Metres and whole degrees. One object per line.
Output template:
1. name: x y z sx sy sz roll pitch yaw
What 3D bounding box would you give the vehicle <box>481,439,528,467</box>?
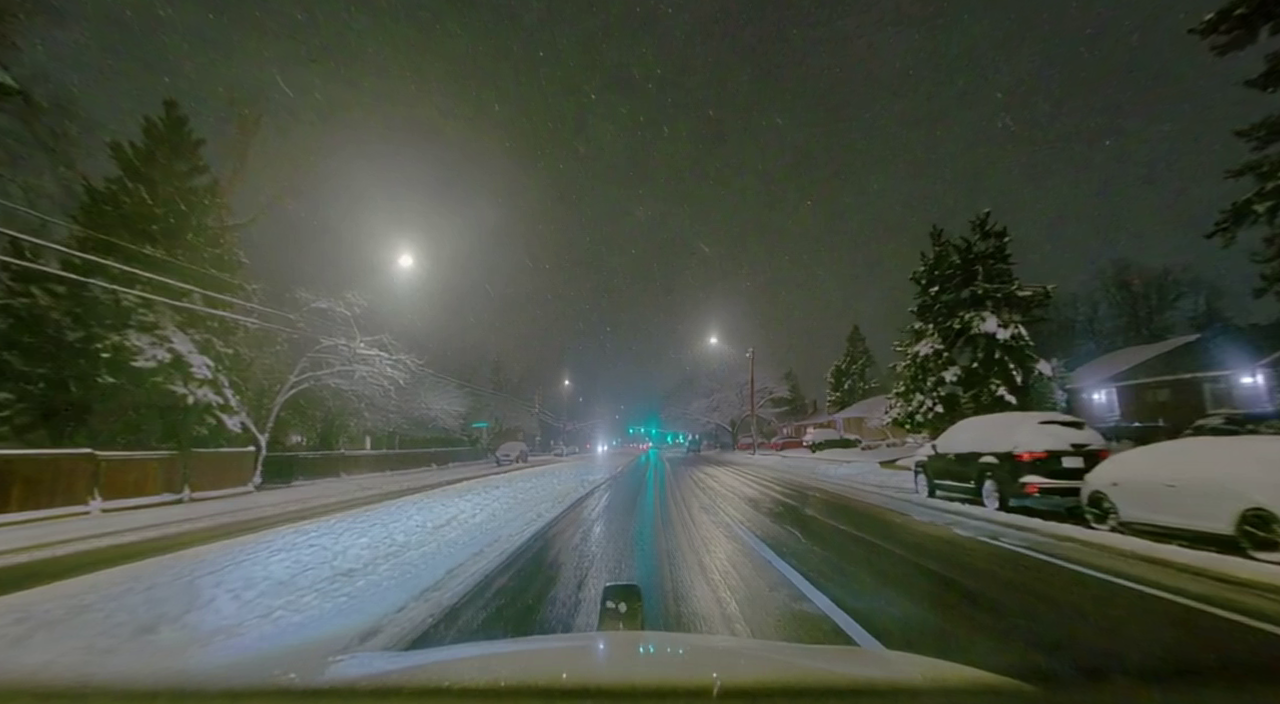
1. vehicle: -10.559 7.956 49.537 2.347 1.960 5.167 -2 -10 2

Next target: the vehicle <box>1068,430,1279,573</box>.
1. vehicle: 7.474 1.643 7.259 1.903 1.439 4.508 0 -8 -1

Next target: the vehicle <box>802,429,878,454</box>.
1. vehicle: 14.295 6.432 45.371 4.793 1.744 2.055 0 -8 1

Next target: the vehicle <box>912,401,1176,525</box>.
1. vehicle: 7.470 2.110 12.497 2.040 1.970 4.753 0 -8 0
